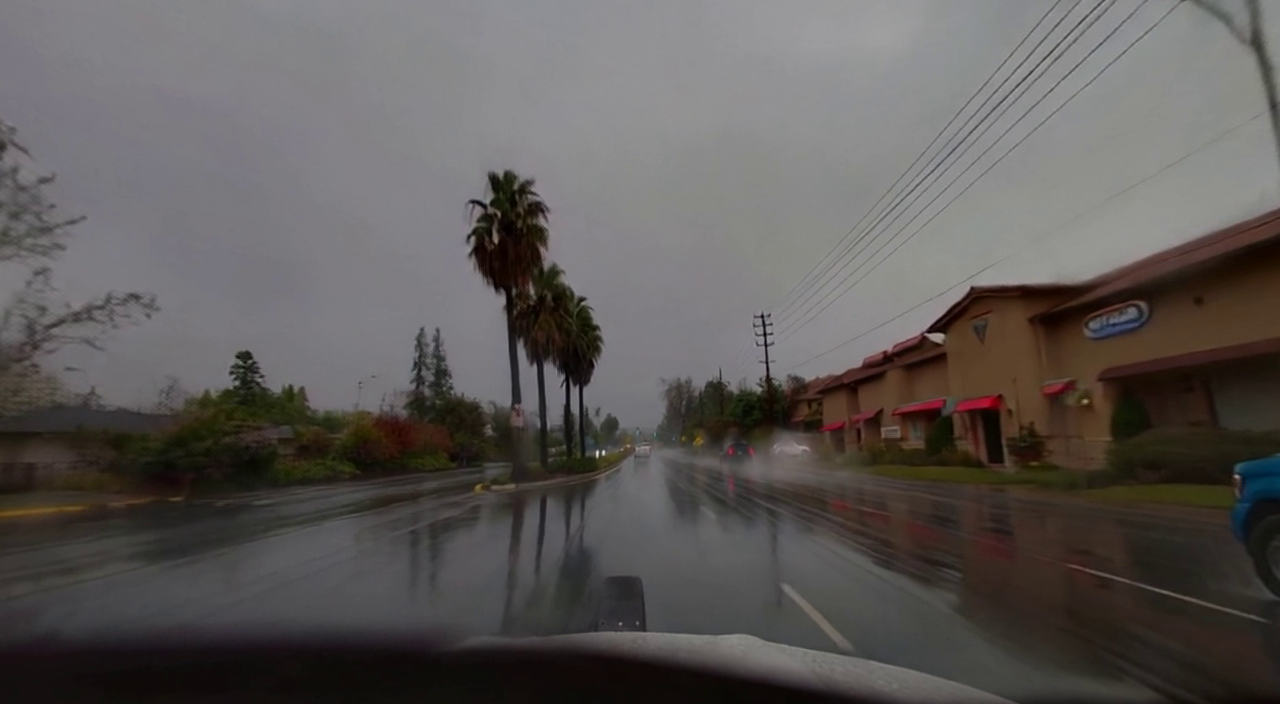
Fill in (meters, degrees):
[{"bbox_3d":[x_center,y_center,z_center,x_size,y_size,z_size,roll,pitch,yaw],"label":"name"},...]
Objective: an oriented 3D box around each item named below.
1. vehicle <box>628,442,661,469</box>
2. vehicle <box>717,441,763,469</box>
[{"bbox_3d":[0.282,6.944,42.428,2.138,1.702,4.168,0,-9,0],"label":"vehicle"},{"bbox_3d":[6.656,6.904,42.363,2.252,1.718,4.617,0,-9,0],"label":"vehicle"}]
